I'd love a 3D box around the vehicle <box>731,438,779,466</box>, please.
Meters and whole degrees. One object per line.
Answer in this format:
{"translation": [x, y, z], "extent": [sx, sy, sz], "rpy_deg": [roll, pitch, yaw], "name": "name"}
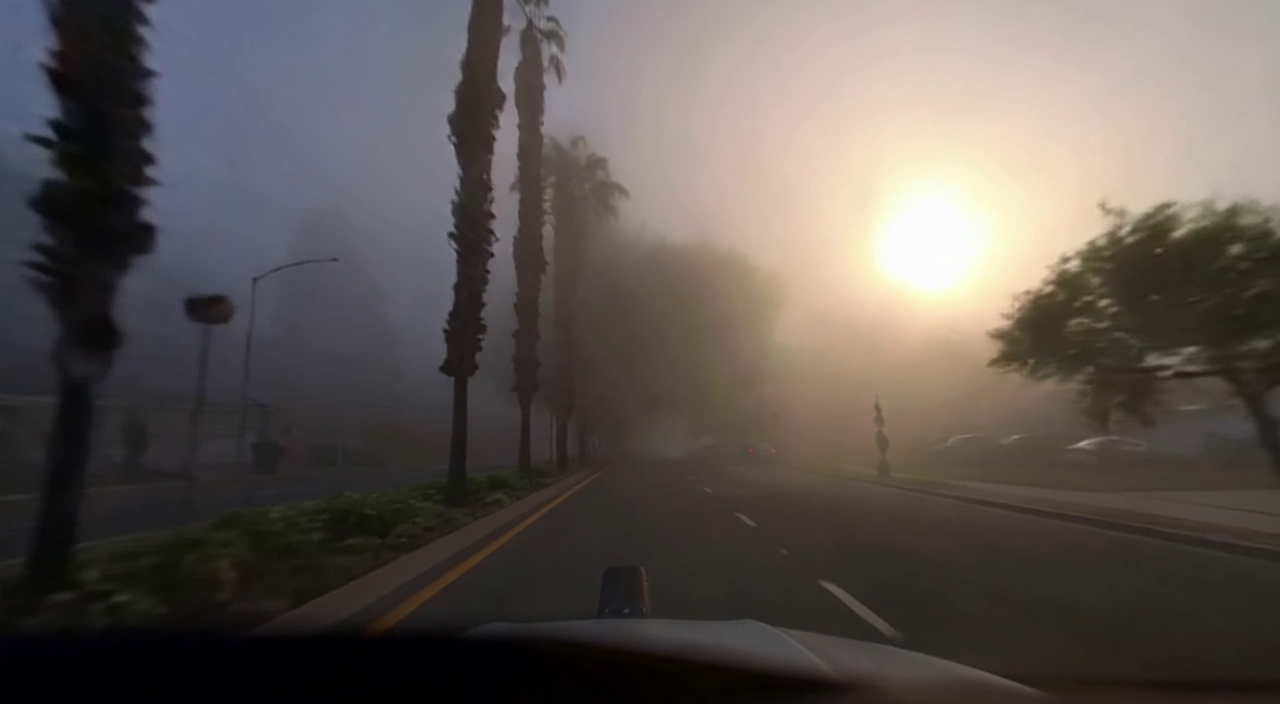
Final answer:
{"translation": [7.181, 6.281, 39.862], "extent": [2.126, 1.639, 4.539], "rpy_deg": [0, -8, 0], "name": "vehicle"}
